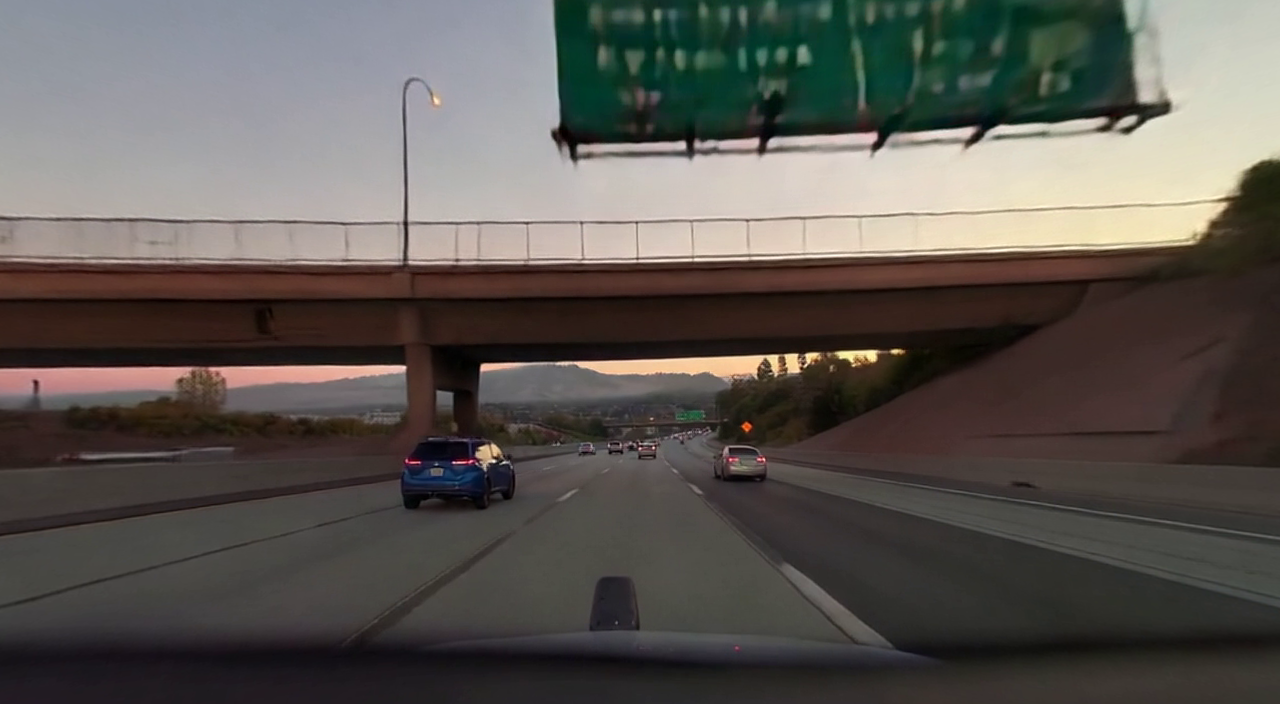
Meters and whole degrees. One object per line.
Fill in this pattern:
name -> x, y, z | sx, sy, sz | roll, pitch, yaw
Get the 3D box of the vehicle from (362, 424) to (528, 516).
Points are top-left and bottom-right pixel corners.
vehicle -> -3.915, 2.447, 13.582 | 2.193, 1.641, 4.077 | 0, -8, 1

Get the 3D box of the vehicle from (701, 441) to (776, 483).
vehicle -> 3.619, 4.117, 24.042 | 2.083, 1.453, 4.307 | 0, -8, -1
